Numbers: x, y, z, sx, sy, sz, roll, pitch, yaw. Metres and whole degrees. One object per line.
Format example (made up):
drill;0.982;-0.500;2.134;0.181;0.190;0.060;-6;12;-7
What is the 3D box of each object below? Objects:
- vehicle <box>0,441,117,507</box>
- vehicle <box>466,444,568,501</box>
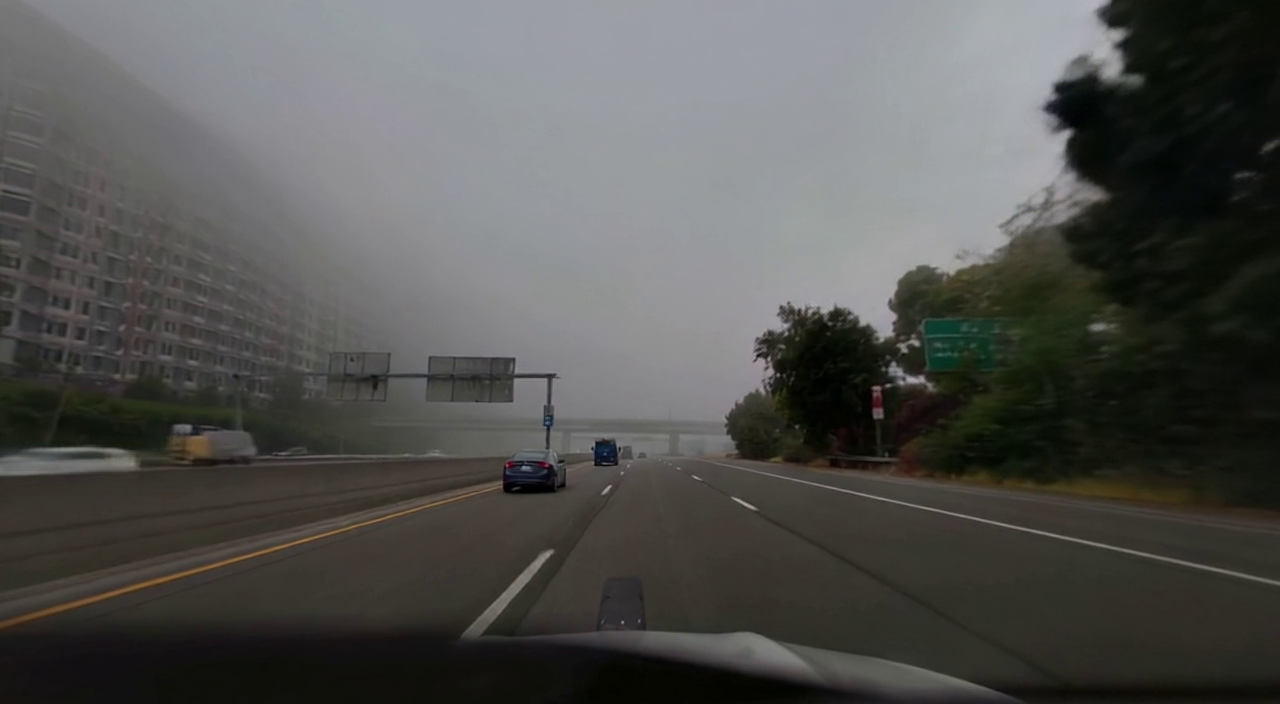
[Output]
vehicle;-15.824;2.998;15.670;1.865;1.531;4.278;0;-9;1
vehicle;-3.476;3.510;18.737;2.039;1.478;4.483;0;-9;1
